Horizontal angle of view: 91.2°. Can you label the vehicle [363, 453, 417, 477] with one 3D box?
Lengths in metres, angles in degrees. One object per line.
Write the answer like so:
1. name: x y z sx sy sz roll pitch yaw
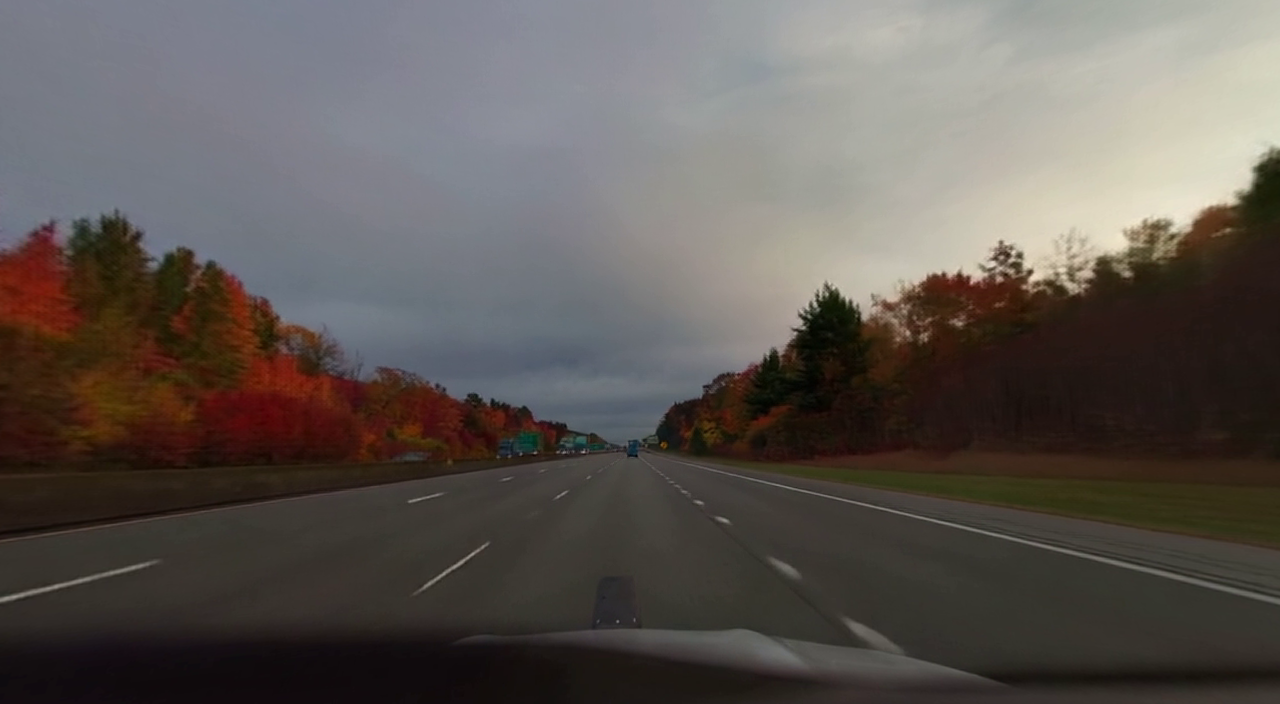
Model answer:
1. vehicle: -16.566 7.491 41.738 1.784 1.478 4.263 0 -9 0
